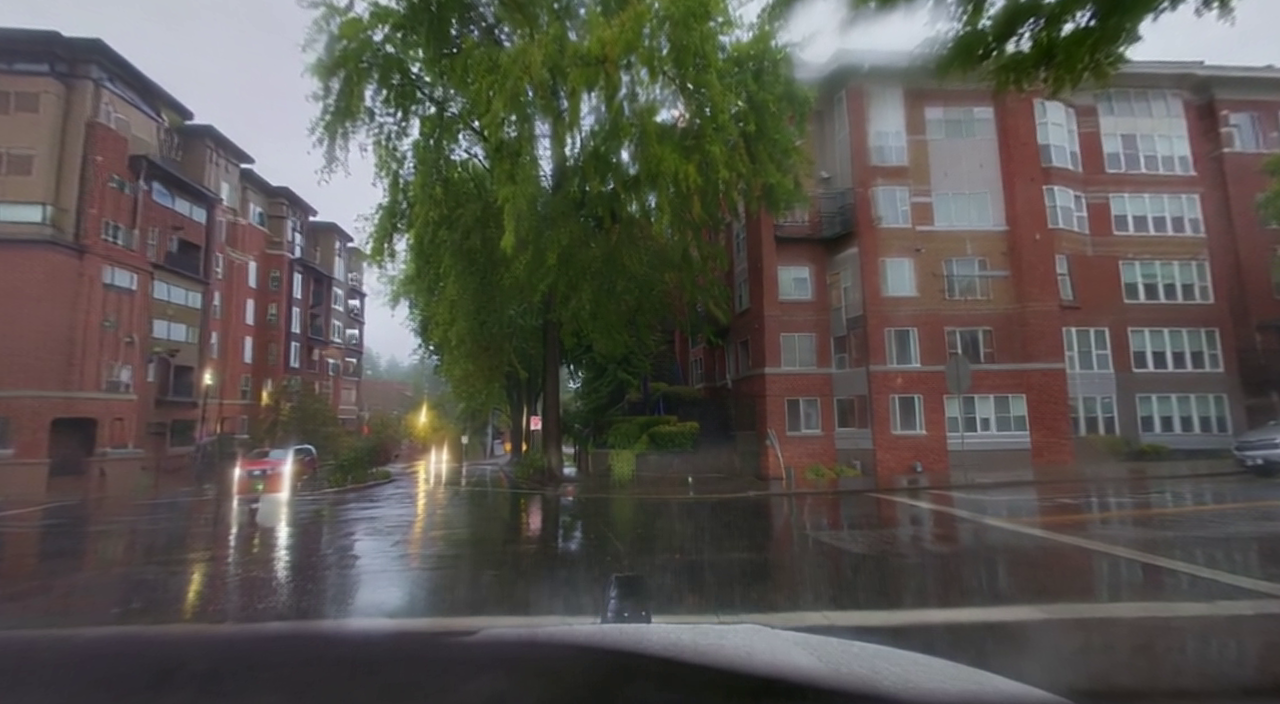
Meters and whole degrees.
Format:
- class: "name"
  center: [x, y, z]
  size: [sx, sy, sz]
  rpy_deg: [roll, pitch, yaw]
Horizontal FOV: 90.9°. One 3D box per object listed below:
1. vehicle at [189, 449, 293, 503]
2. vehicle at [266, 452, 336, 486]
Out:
- class: "vehicle"
  center: [-13.219, 4.064, 21.206]
  size: [2.027, 1.475, 4.522]
  rpy_deg: [0, -8, -21]
- class: "vehicle"
  center: [-16.321, 5.630, 30.591]
  size: [1.941, 1.442, 4.384]
  rpy_deg: [2, -9, -15]
